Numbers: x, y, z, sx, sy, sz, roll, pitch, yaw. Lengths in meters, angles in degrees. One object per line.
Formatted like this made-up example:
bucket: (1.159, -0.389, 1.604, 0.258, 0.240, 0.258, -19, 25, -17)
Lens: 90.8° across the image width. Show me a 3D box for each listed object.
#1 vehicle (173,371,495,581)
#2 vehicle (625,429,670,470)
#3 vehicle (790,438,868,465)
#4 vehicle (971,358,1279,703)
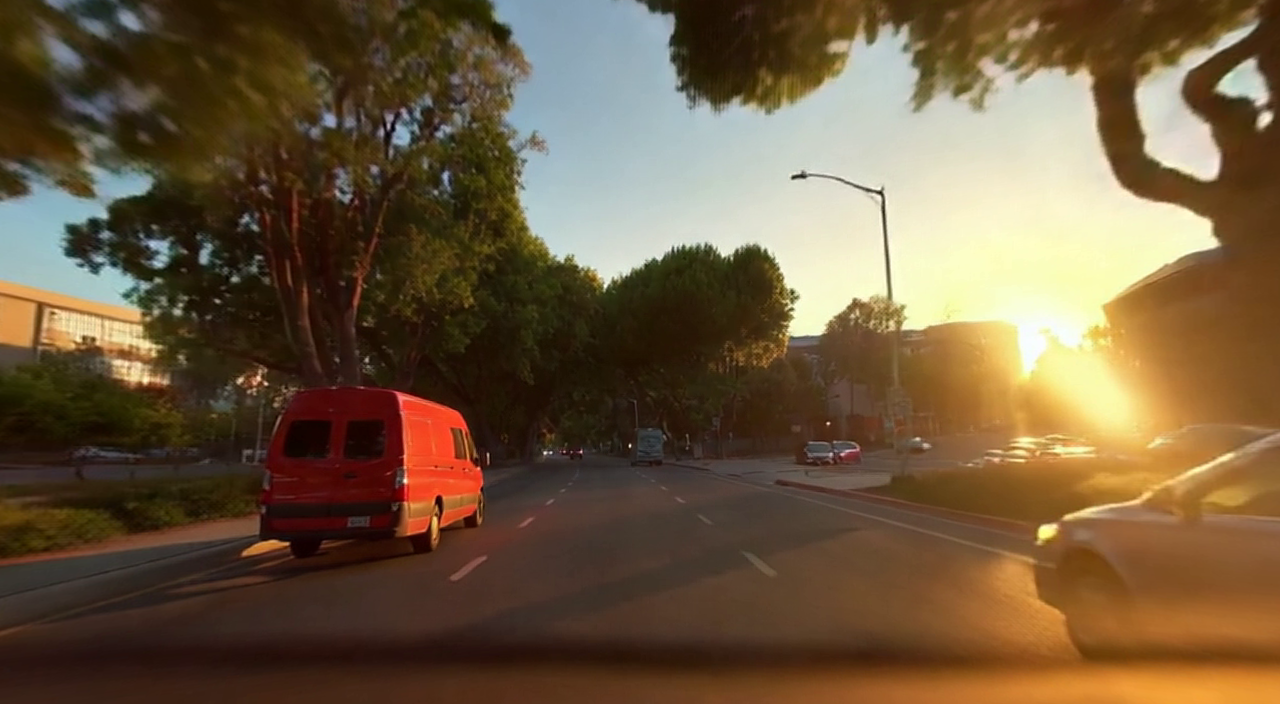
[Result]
vehicle: (-3.778, 1.674, 9.080, 2.420, 2.227, 4.499, 0, -9, -2)
vehicle: (0.438, 6.636, 42.766, 2.397, 2.566, 5.324, 1, -9, -6)
vehicle: (11.838, 6.280, 39.790, 4.117, 1.627, 2.086, 1, -9, -6)
vehicle: (3.587, 0.837, 2.353, 2.087, 1.658, 4.612, 0, -9, -1)
